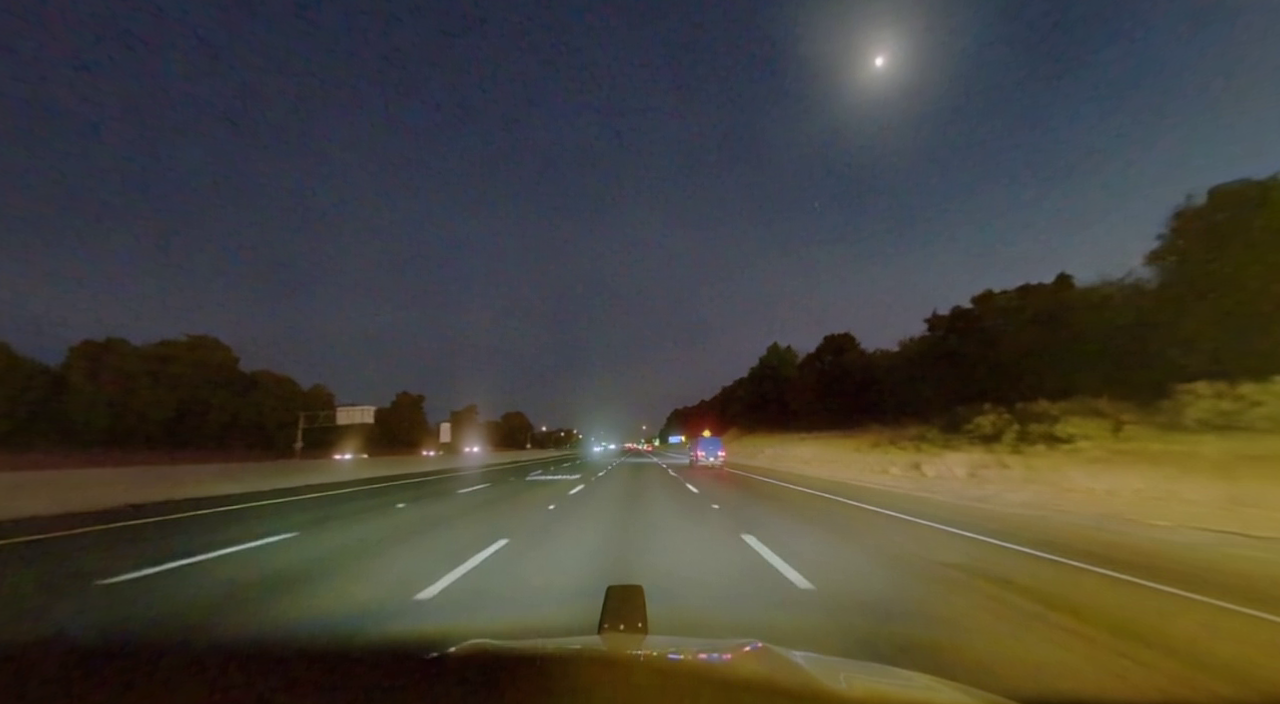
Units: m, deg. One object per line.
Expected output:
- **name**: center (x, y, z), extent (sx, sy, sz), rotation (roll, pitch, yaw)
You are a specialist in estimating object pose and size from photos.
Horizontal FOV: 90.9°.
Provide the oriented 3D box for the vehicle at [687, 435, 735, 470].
- **vehicle**: center (4.107, 5.944, 37.475), extent (2.172, 1.930, 4.879), rotation (0, -8, -1)
